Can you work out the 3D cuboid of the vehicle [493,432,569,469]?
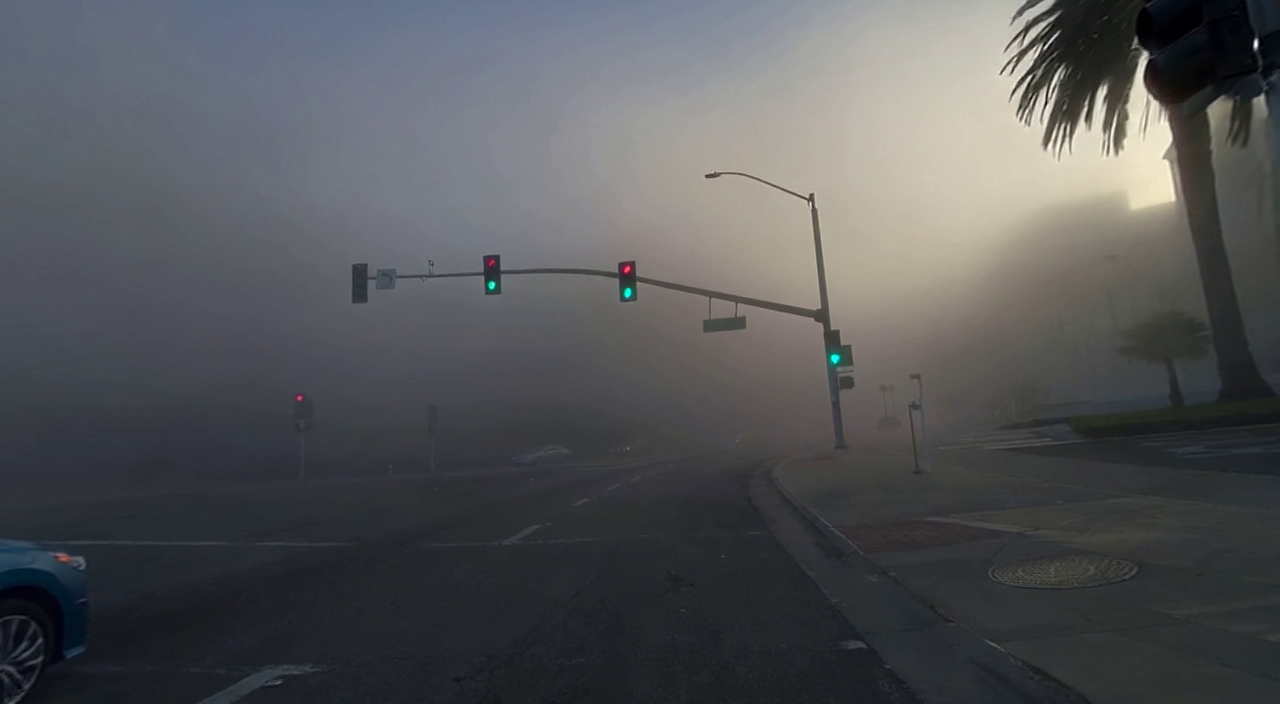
[{"bbox_3d":[-5.685,5.231,33.641,2.181,1.792,4.648,-3,-9,16],"label":"vehicle"}]
